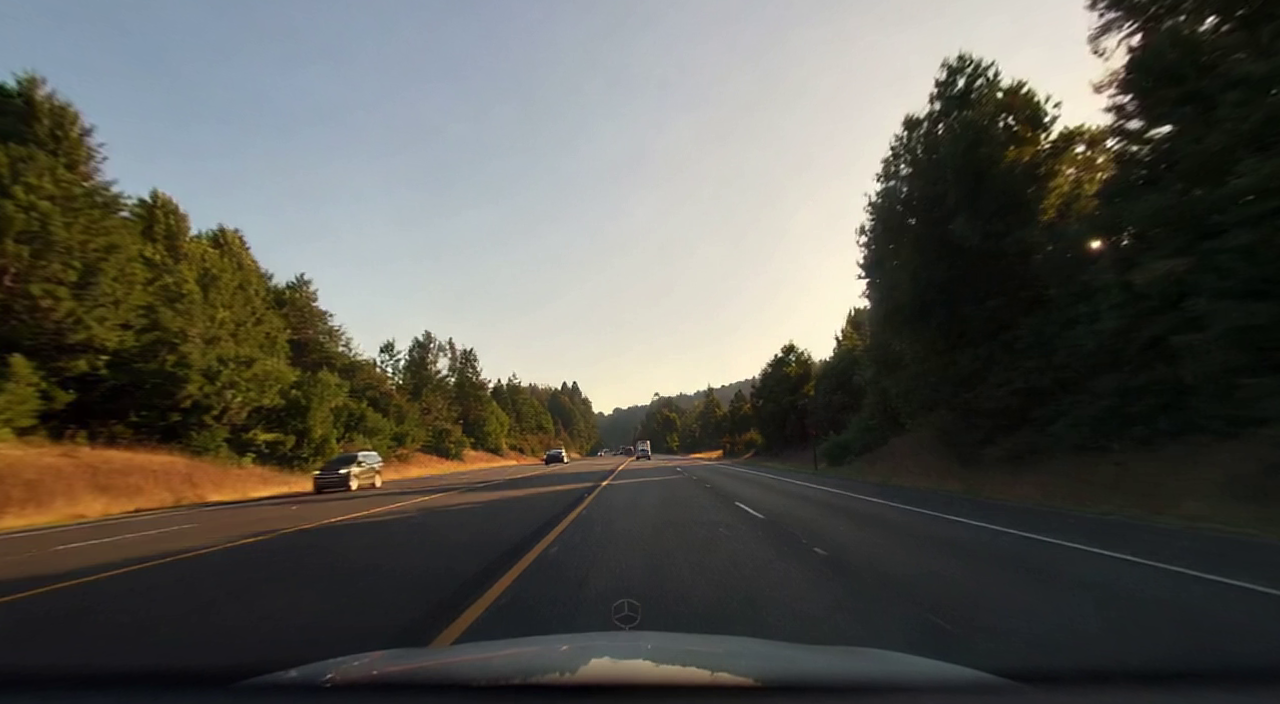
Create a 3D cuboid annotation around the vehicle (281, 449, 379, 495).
[{"bbox_3d":[-14.463,5.585,29.814,2.114,1.981,4.822,0,-9,0],"label":"vehicle"}]
